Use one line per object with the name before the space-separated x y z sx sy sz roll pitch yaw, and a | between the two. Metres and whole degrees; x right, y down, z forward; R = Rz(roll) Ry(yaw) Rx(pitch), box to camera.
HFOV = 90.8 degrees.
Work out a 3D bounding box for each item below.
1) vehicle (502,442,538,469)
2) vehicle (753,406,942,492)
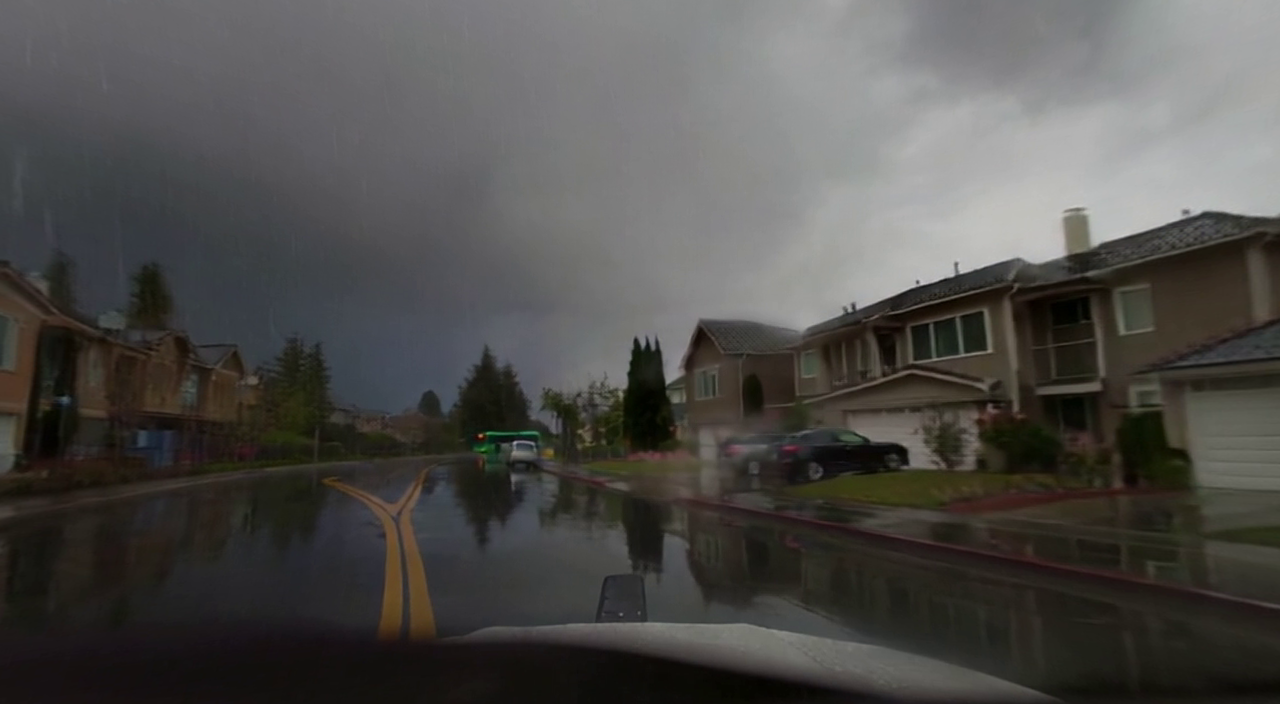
vehicle | -7.591 6.467 39.632 1.984 1.601 3.994 2 -9 -14
vehicle | 5.566 2.570 17.079 4.431 1.873 1.920 -1 -8 -20
